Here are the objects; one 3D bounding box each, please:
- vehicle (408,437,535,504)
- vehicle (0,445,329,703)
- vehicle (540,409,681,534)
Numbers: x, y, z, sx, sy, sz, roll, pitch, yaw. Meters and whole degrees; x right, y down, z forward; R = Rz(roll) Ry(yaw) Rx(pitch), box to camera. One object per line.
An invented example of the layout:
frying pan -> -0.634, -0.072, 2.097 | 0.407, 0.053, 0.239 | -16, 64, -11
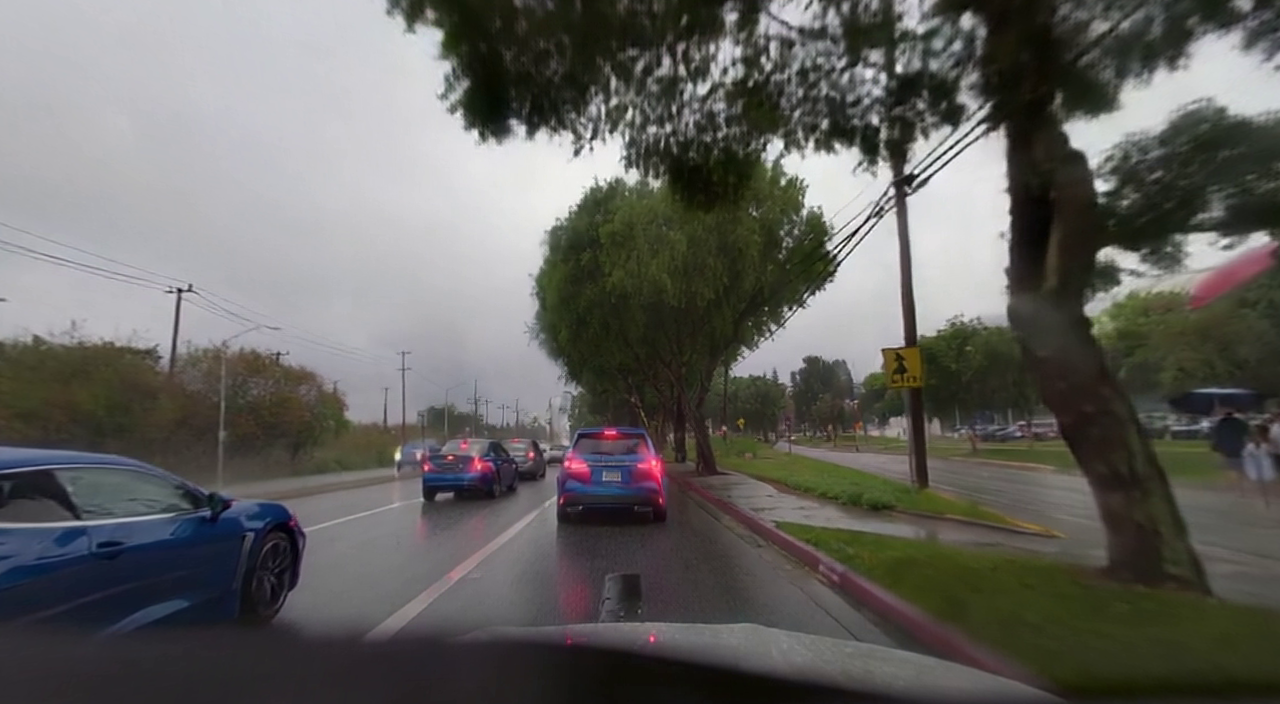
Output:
vehicle -> -4.131, 2.970, 16.345 | 2.087, 1.485, 4.452 | 0, -8, 0
vehicle -> -3.737, 1.171, 3.405 | 1.865, 1.314, 4.461 | 0, -8, 0
vehicle -> -0.459, 1.996, 11.048 | 2.012, 1.769, 3.897 | 0, -8, -1
